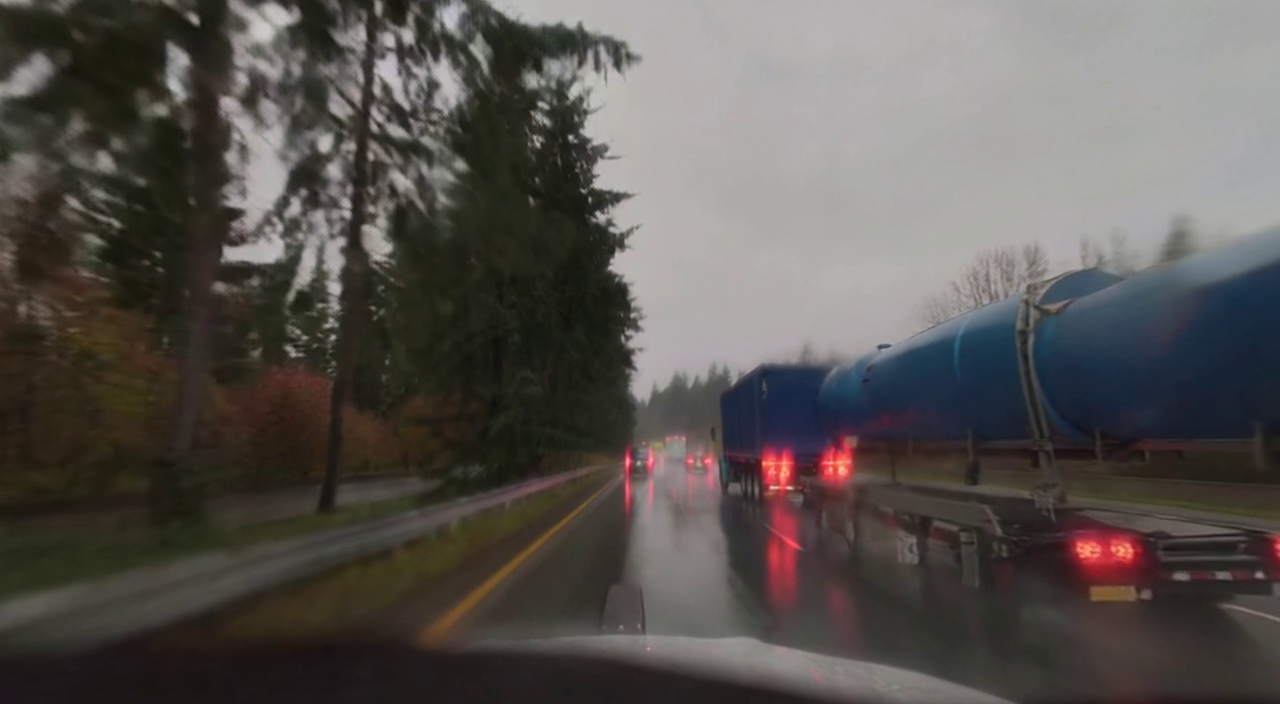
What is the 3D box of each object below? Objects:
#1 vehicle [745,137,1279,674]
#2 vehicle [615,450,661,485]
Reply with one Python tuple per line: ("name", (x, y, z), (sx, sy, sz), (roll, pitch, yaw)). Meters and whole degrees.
("vehicle", (3.988, 1.121, 9.822), (2.694, 3.453, 11.641), (0, -9, 0))
("vehicle", (-0.085, 5.289, 29.172), (2.003, 1.490, 3.636), (0, -9, 0))
